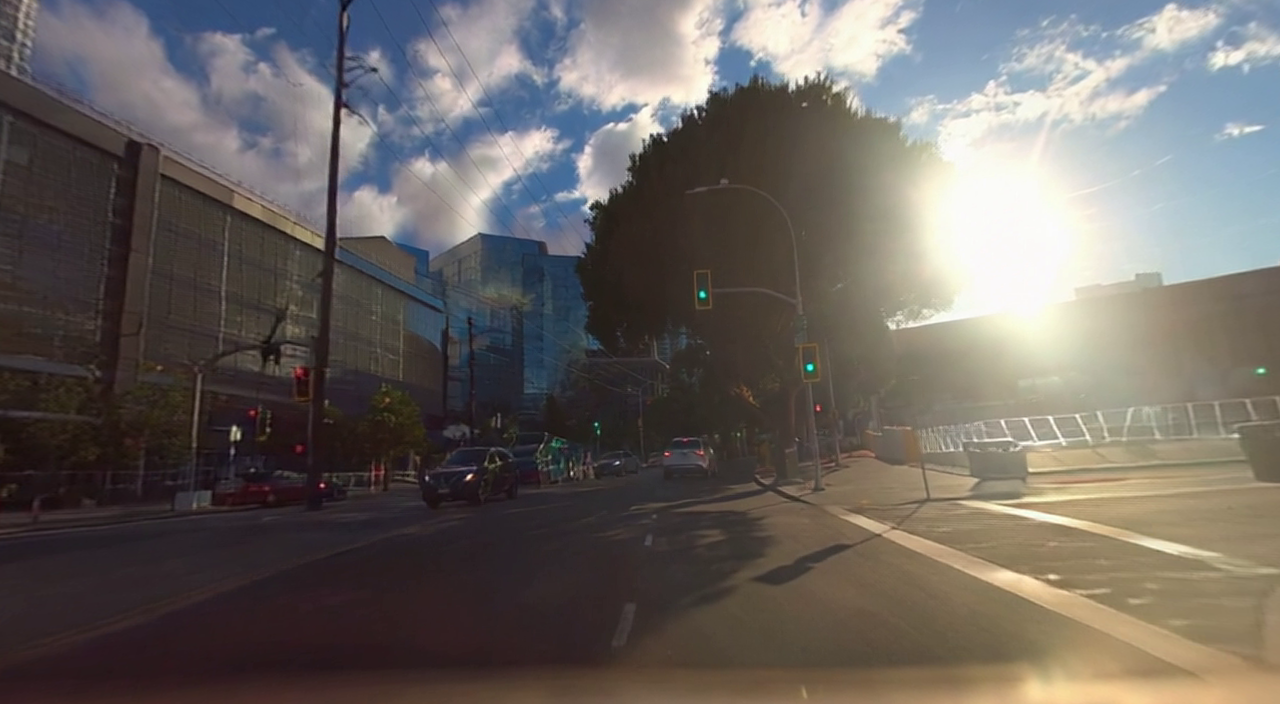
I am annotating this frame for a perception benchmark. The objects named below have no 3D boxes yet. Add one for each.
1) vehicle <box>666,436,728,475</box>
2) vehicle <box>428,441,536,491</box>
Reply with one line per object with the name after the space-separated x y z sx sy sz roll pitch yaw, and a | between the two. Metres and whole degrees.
2.826 4.974 30.336 2.101 1.721 4.364 -3 -10 16 | vehicle
-5.920 4.344 24.326 2.017 1.684 4.483 -3 -10 16 | vehicle
